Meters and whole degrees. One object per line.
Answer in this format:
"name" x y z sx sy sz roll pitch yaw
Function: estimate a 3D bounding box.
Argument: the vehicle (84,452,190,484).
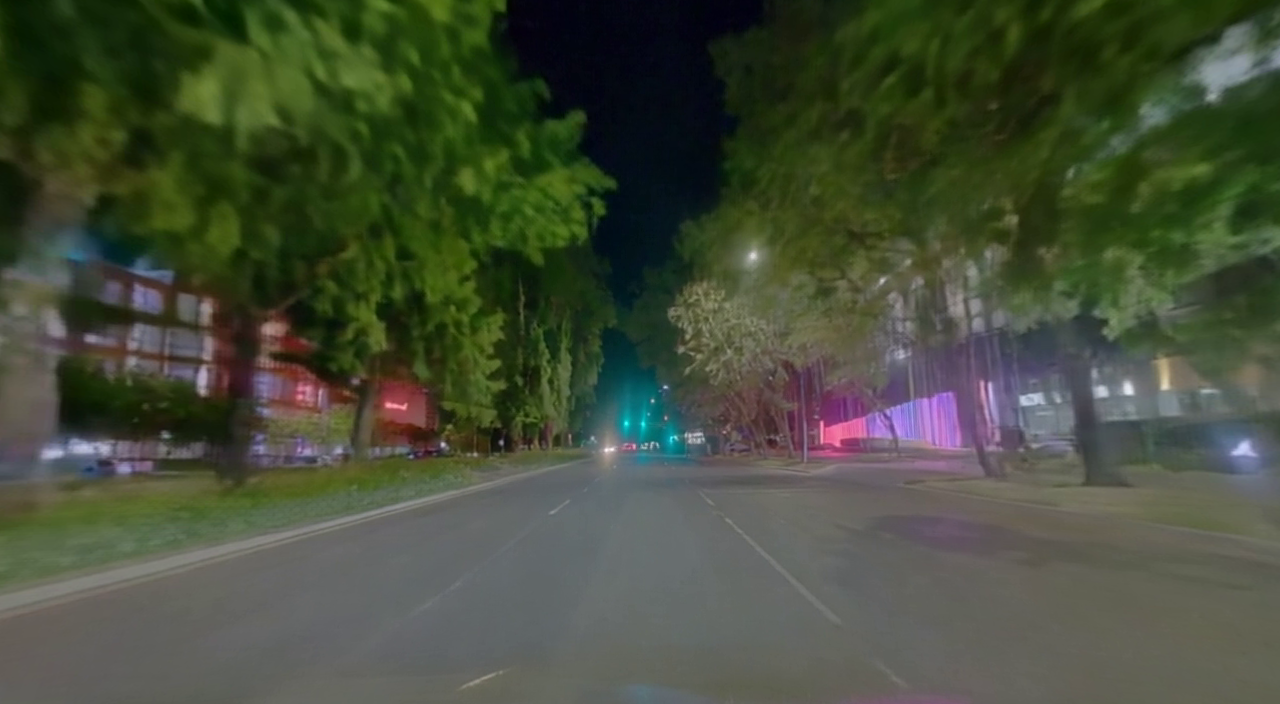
"vehicle" -26.238 6.045 33.108 1.850 1.477 4.492 0 -8 0
